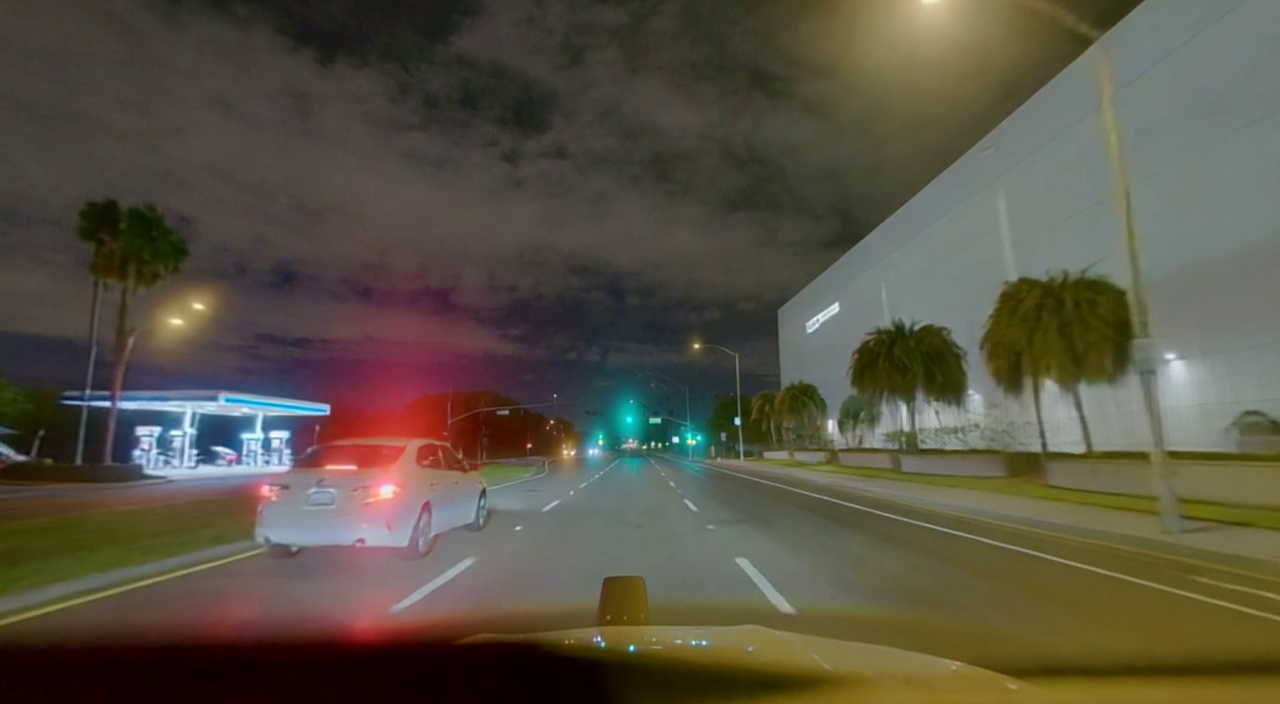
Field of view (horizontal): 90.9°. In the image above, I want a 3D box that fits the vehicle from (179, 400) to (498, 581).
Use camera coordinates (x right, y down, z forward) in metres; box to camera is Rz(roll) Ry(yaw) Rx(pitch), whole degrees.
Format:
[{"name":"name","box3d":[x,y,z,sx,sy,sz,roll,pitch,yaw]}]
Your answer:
[{"name":"vehicle","box3d":[-3.456,1.686,8.458,2.011,1.756,4.478,0,-9,0]}]
